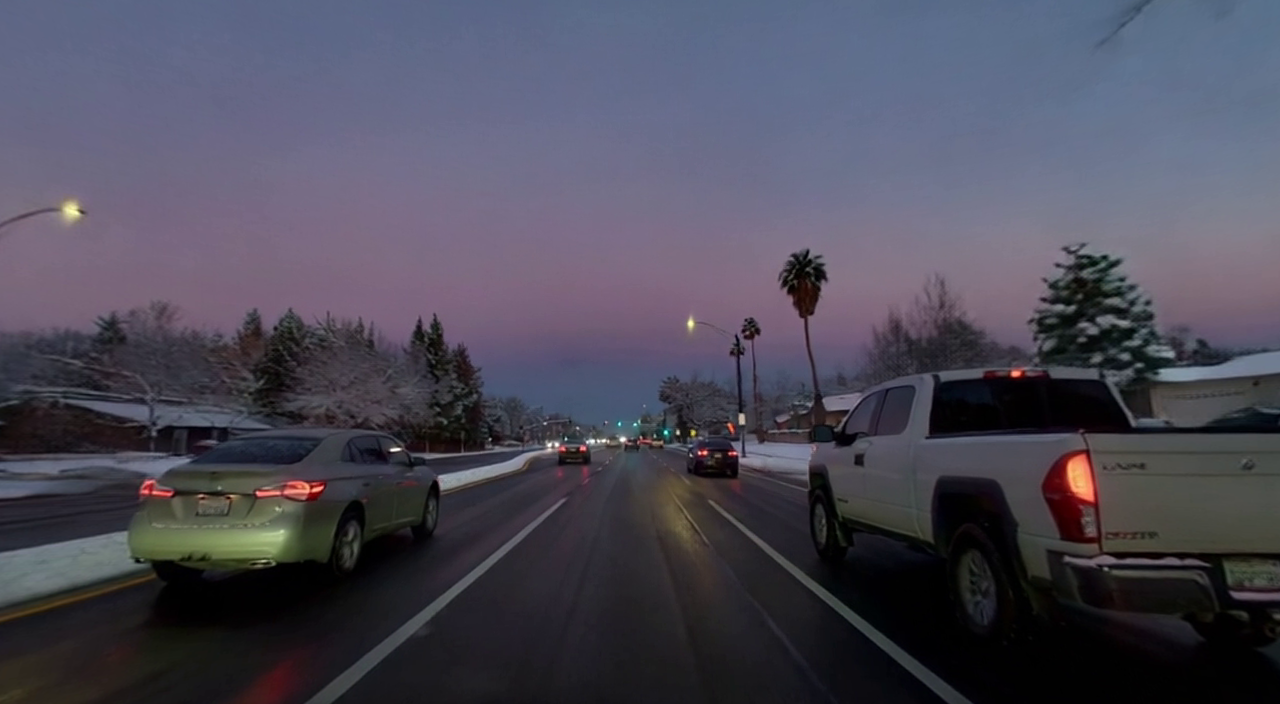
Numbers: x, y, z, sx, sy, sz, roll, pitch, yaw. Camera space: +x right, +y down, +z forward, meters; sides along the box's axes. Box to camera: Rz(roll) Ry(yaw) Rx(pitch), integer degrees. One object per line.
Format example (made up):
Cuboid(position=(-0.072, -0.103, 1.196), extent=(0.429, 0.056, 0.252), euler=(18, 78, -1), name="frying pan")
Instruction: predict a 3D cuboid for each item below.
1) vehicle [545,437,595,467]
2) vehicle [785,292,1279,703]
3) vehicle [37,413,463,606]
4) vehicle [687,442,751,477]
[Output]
Cuboid(position=(-3.827, 5.595, 35.341), extent=(2.263, 1.548, 4.555), euler=(0, -8, 0), name="vehicle")
Cuboid(position=(3.269, 1.132, 5.771), extent=(2.478, 2.030, 5.723), euler=(0, -8, 0), name="vehicle")
Cuboid(position=(-3.682, 1.558, 7.180), extent=(2.094, 1.509, 4.286), euler=(0, -8, 0), name="vehicle")
Cuboid(position=(3.436, 4.793, 28.519), extent=(2.149, 1.421, 4.805), euler=(0, -8, -2), name="vehicle")
